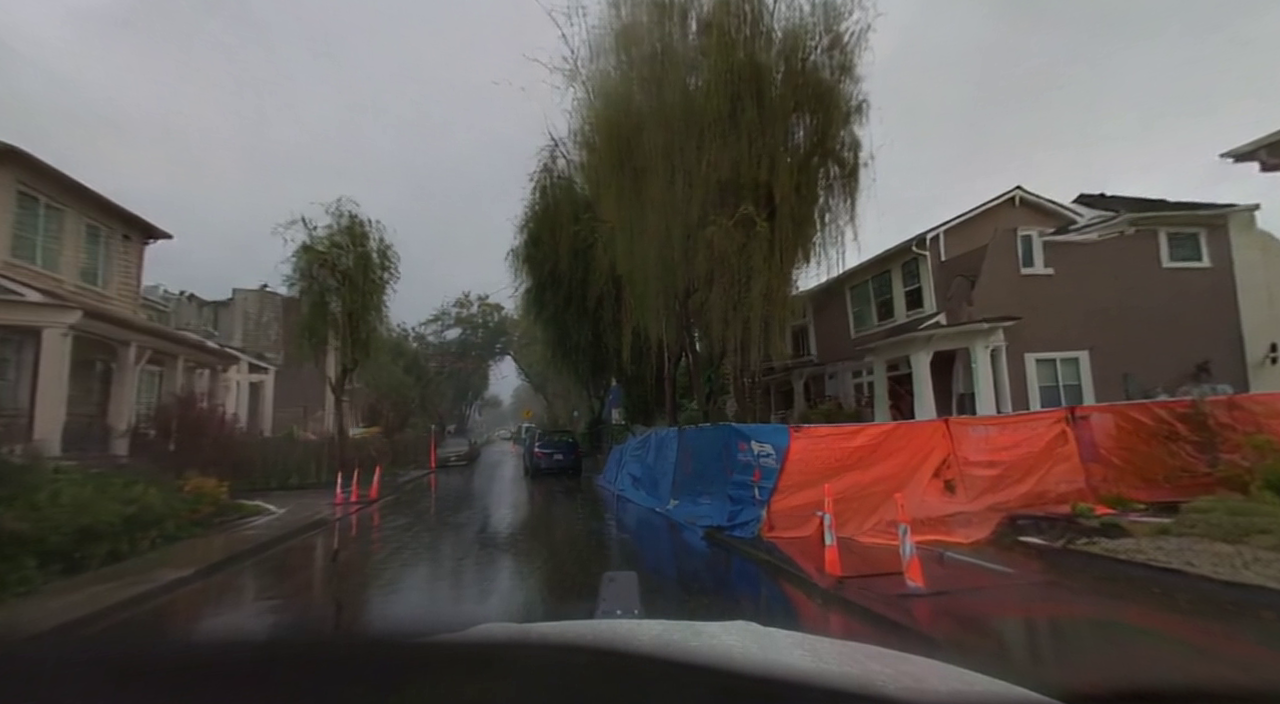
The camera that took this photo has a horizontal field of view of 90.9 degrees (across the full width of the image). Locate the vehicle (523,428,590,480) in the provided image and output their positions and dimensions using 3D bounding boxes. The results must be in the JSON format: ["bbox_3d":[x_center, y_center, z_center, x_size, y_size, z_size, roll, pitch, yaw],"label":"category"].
[{"bbox_3d":[-3.216,3.748,23.660,2.066,1.739,4.234,1,-8,-13],"label":"vehicle"}]

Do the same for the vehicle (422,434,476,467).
[{"bbox_3d":[-9.536,4.918,31.726,1.834,1.543,3.497,0,-7,-4],"label":"vehicle"}]
